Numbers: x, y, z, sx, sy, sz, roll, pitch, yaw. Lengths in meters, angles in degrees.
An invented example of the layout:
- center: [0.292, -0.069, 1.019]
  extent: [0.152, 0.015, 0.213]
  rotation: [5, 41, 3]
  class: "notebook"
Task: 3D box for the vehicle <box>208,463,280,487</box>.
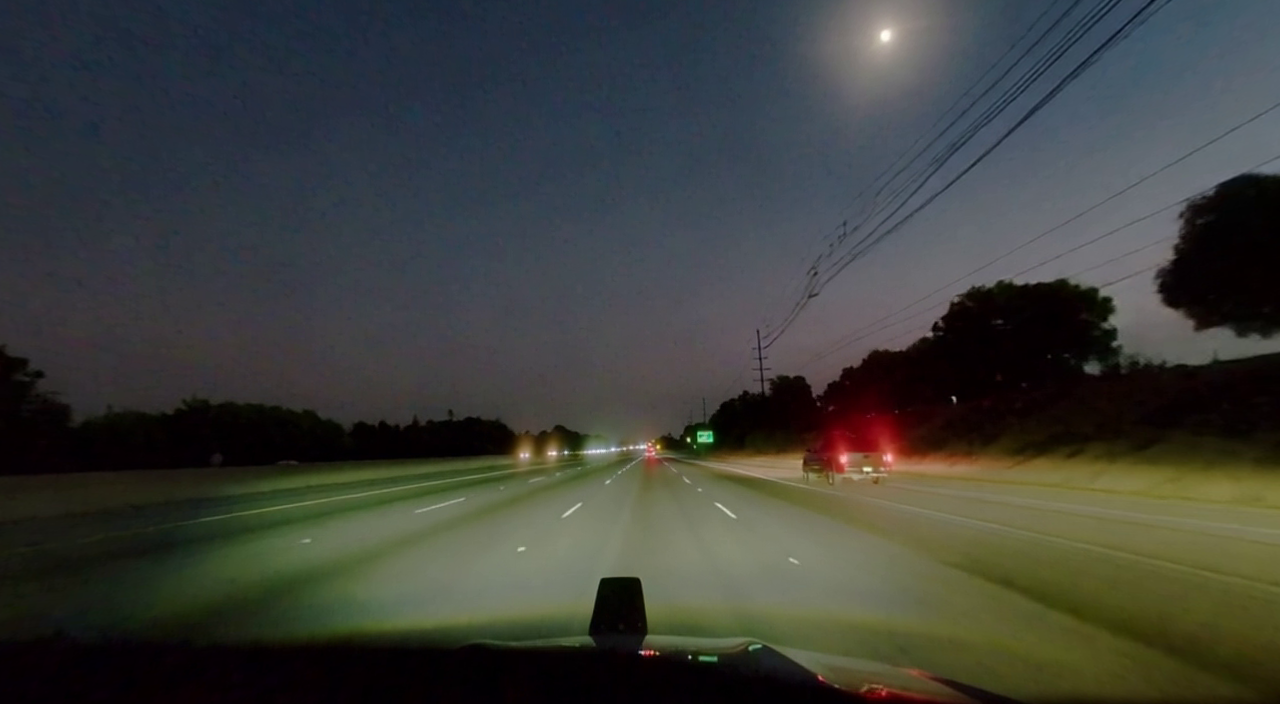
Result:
- center: [-28.417, 8.831, 45.502]
  extent: [1.908, 1.537, 4.709]
  rotation: [-1, -8, 4]
  class: "vehicle"
